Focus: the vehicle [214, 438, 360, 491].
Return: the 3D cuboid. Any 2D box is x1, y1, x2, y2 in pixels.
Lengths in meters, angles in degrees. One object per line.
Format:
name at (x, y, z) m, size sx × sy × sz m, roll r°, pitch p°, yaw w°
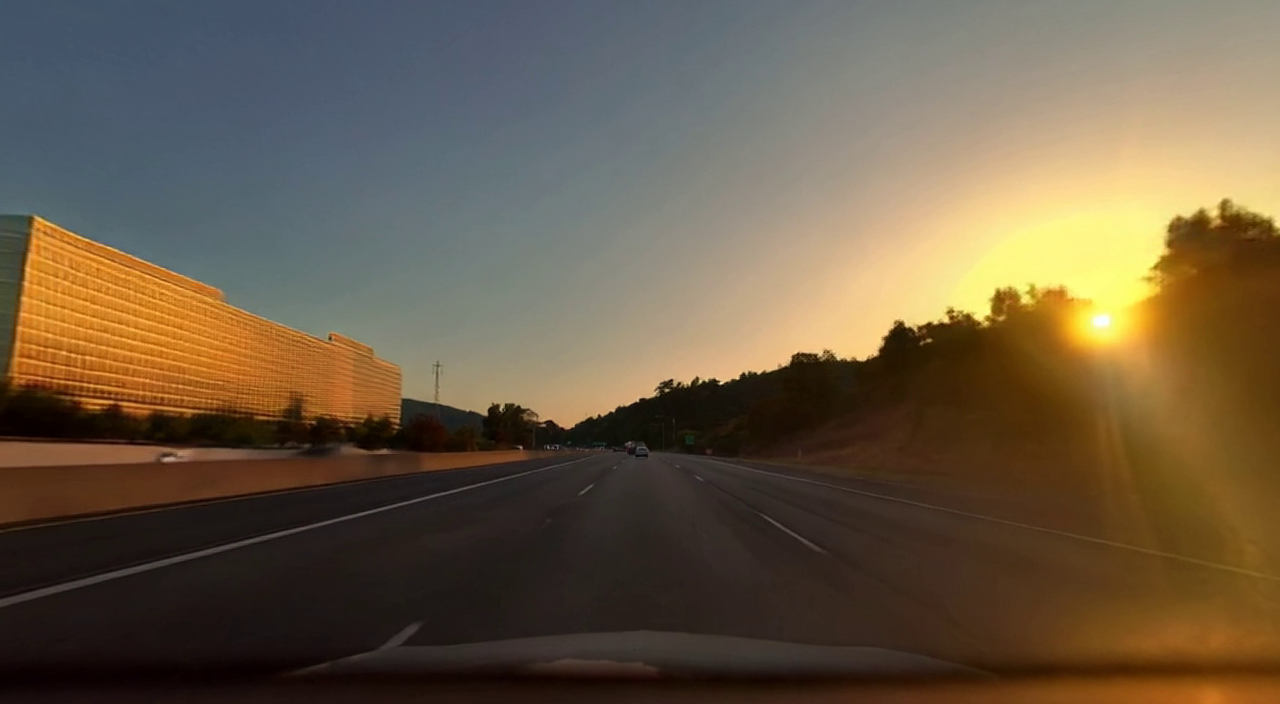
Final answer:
vehicle at (-11.344, 3.637, 20.744) m, size 2.046 × 1.505 × 4.745 m, roll 0°, pitch -9°, yaw 0°
